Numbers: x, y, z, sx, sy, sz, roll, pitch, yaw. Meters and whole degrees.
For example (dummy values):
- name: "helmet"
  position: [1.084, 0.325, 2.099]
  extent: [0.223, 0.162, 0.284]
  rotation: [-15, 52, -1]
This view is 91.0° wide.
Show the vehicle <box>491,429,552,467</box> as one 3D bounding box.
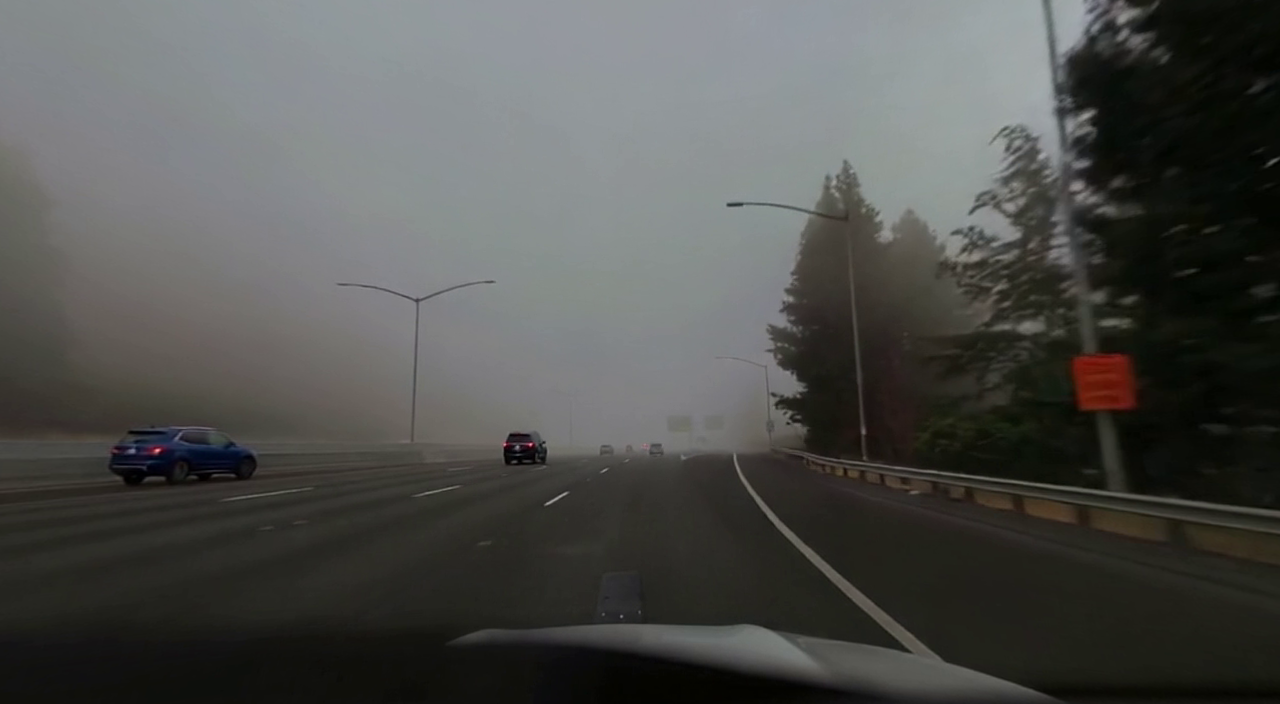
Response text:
- name: "vehicle"
  position: [-6.369, 5.266, 34.554]
  extent: [2.219, 1.947, 4.924]
  rotation: [0, -9, 2]

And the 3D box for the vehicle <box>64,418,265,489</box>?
- name: "vehicle"
  position: [-13.766, 2.998, 18.773]
  extent: [2.079, 1.822, 4.893]
  rotation: [0, -9, 1]
